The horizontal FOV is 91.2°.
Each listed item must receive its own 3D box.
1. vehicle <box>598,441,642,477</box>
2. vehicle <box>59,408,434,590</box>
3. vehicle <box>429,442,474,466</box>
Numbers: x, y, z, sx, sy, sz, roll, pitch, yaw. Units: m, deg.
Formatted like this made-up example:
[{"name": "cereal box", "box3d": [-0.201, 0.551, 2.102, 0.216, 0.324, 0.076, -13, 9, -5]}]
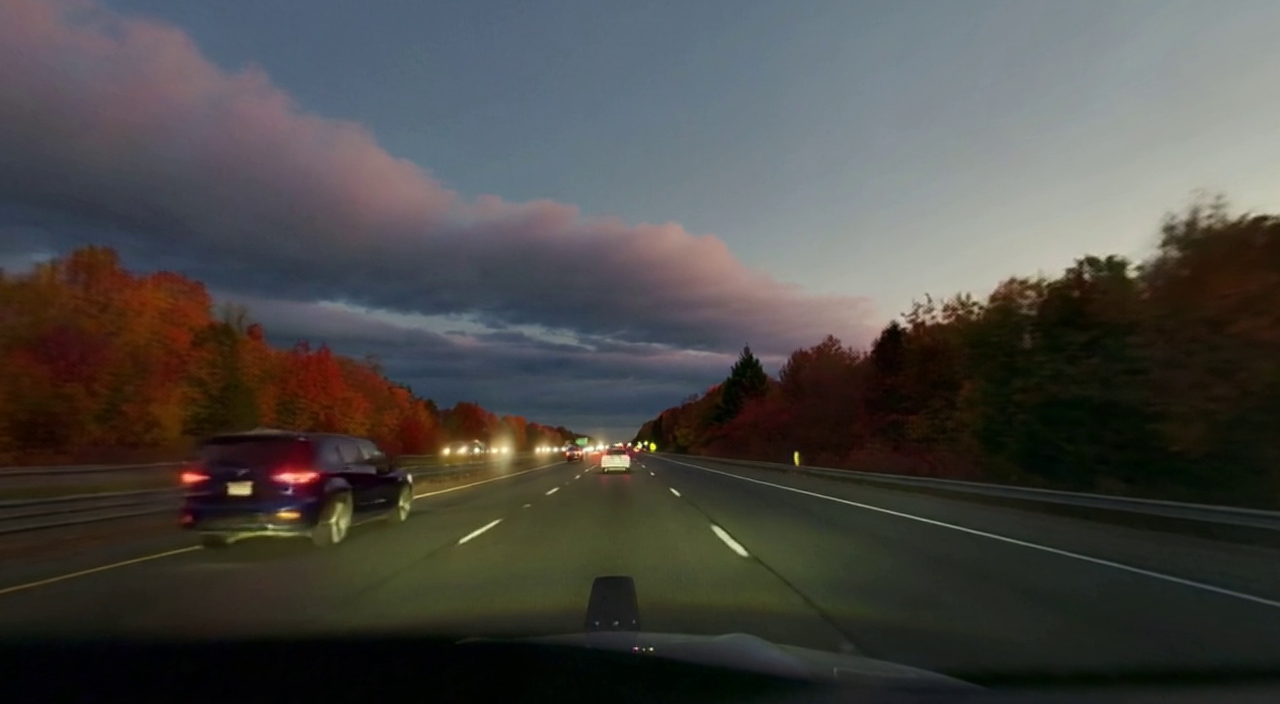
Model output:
[{"name": "vehicle", "box3d": [-1.010, 5.391, 31.783, 2.115, 1.661, 4.049, 0, -9, -2]}, {"name": "vehicle", "box3d": [-4.500, 1.756, 8.344, 1.974, 1.688, 4.727, 0, -9, -1]}, {"name": "vehicle", "box3d": [-13.893, 7.543, 46.480, 2.045, 1.647, 4.454, 0, -9, -1]}]
